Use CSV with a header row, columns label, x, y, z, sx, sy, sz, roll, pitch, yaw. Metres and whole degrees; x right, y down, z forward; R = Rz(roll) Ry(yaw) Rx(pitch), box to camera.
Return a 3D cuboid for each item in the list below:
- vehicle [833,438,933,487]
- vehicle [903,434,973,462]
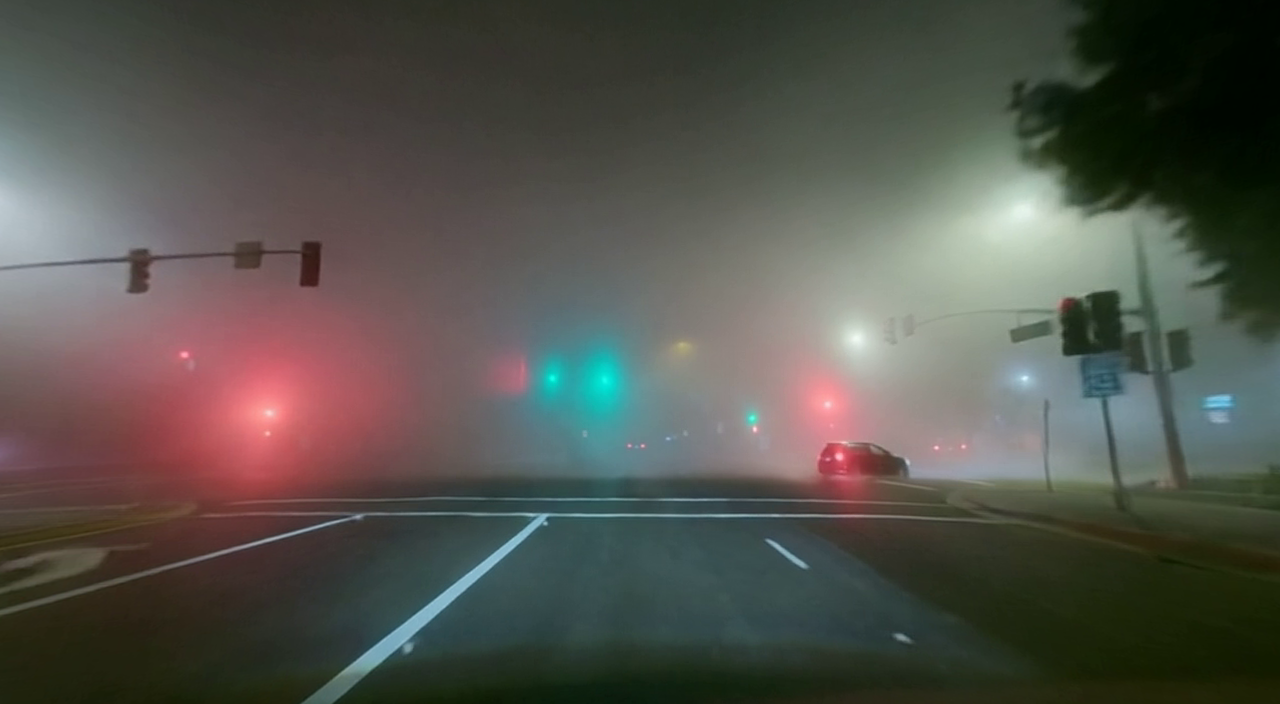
label,x,y,z,sx,sy,sz,roll,pitch,yaw
vehicle,8.979,4.033,23.052,2.289,1.503,4.595,-3,-11,36
vehicle,23.353,7.667,49.914,2.802,1.992,6.440,-2,-10,5
